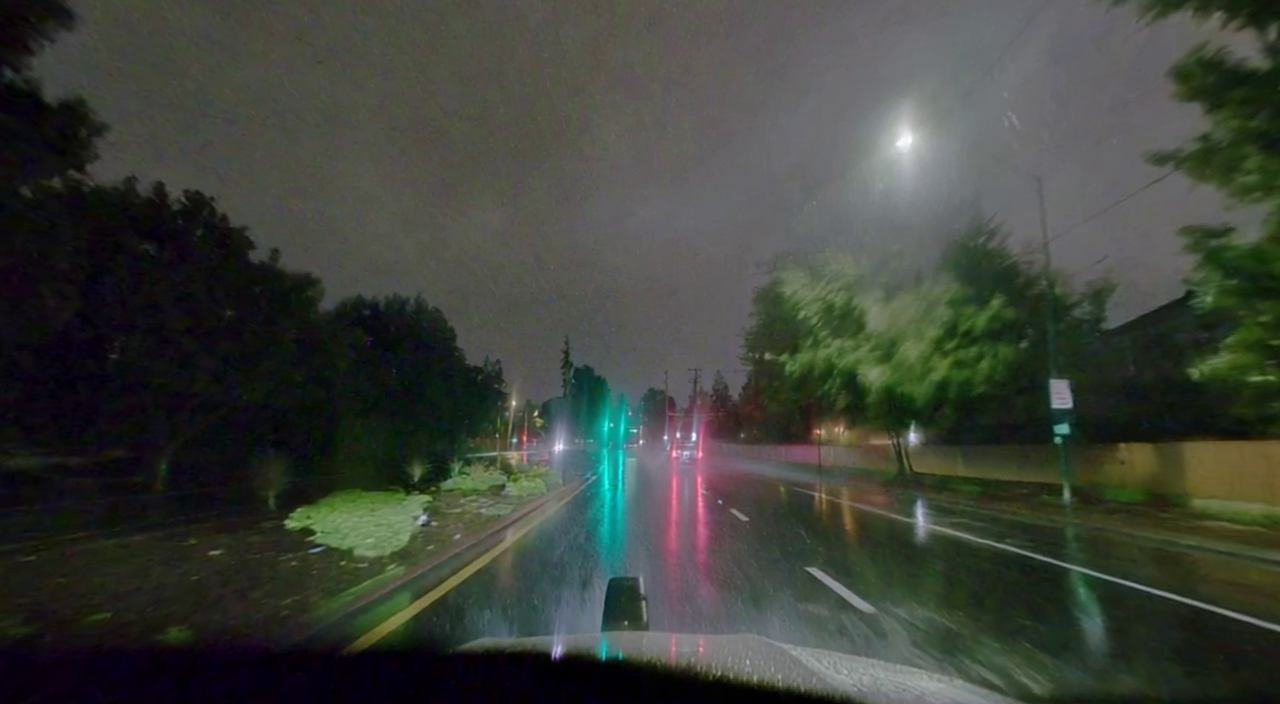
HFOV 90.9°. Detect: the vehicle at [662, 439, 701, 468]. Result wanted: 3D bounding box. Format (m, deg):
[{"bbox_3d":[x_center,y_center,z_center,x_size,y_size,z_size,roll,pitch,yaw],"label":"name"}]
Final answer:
[{"bbox_3d":[2.686,6.708,42.005,2.240,1.781,4.433,0,-8,-1],"label":"vehicle"}]
